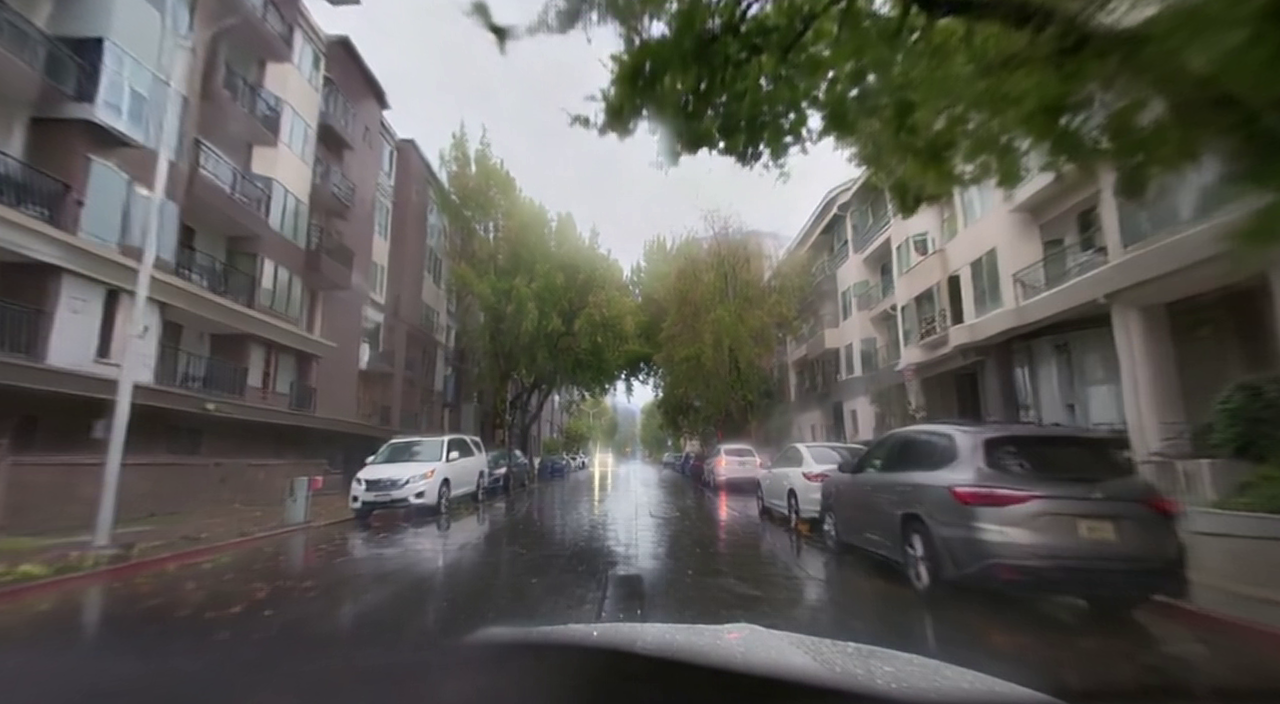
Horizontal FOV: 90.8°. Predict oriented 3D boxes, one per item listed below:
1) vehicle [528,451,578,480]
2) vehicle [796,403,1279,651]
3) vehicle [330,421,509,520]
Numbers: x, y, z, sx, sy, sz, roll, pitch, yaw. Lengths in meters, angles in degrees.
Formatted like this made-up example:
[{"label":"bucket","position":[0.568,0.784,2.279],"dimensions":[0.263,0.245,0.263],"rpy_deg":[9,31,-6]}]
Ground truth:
[{"label":"vehicle","position":[-5.467,7.193,40.417],"dimensions":[2.222,1.735,5.215],"rpy_deg":[0,-9,2]},{"label":"vehicle","position":[3.531,1.668,7.215],"dimensions":[2.216,1.790,5.077],"rpy_deg":[0,-9,0]},{"label":"vehicle","position":[-5.556,3.160,17.095],"dimensions":[2.596,2.152,5.689],"rpy_deg":[-1,-10,2]}]
